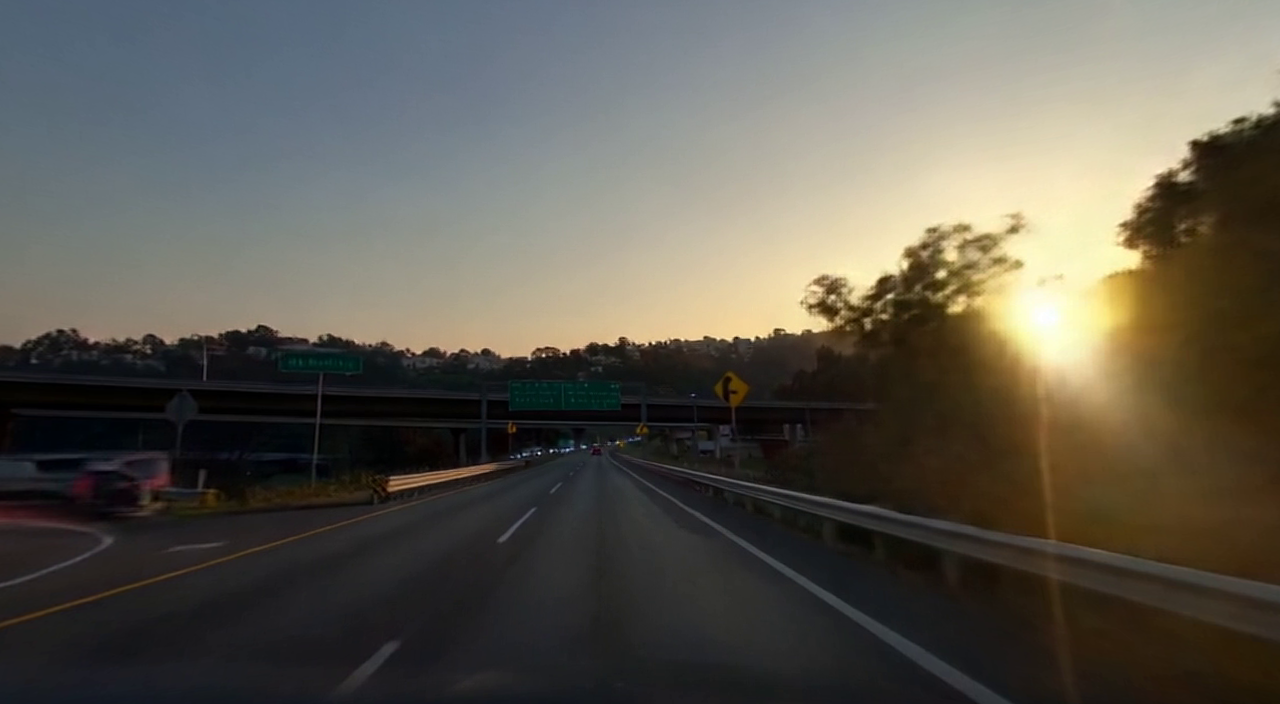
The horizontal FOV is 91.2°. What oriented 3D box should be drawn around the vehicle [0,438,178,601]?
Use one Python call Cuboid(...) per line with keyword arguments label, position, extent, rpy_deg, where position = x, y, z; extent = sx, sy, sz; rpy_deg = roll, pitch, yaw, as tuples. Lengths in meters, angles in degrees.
Cuboid(label="vehicle", position=(-6.899, 1.814, 7.526), extent=(2.006, 1.486, 3.950), rpy_deg=(6, -11, -36))
